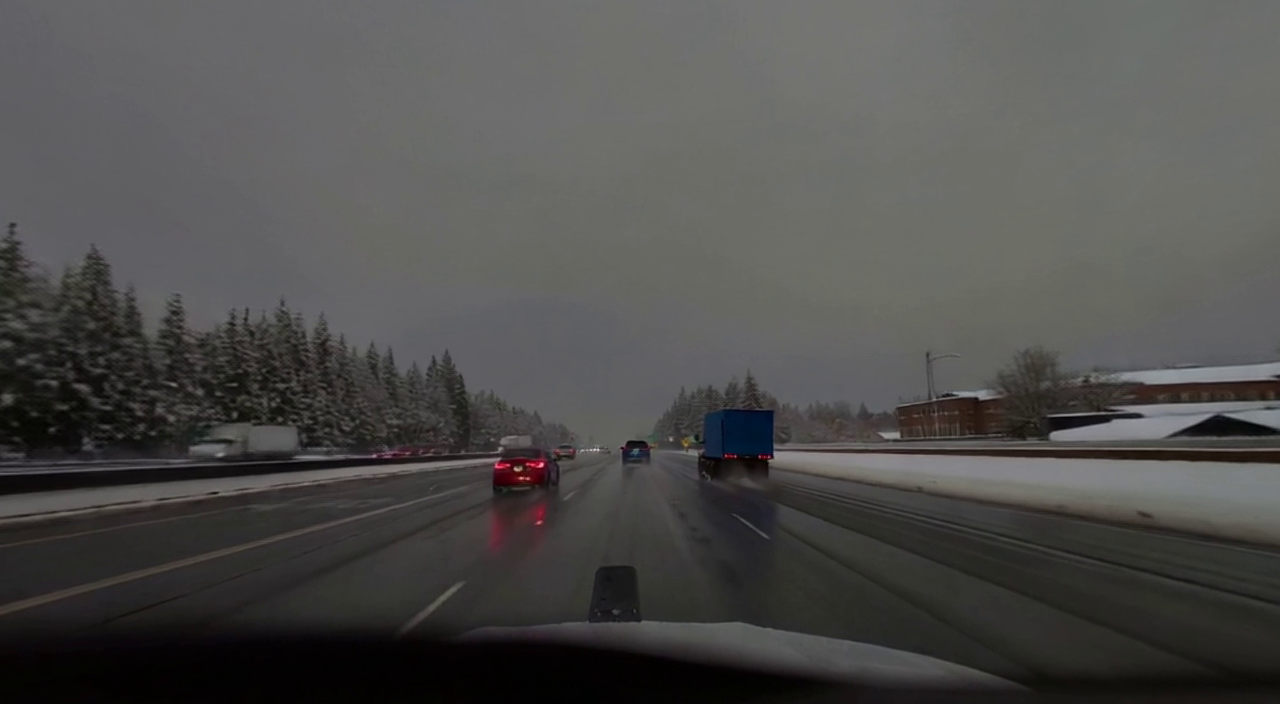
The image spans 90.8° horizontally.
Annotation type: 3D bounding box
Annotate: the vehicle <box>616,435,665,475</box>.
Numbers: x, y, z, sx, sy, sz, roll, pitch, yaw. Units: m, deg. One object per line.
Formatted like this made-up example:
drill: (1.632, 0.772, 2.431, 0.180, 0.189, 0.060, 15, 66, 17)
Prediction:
vehicle: (0.009, 5.061, 31.156, 2.203, 1.805, 4.358, 0, -9, 0)

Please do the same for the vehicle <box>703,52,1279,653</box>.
vehicle: (3.452, 1.012, 11.727, 2.876, 4.086, 15.117, 0, -9, -1)

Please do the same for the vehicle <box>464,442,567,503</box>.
vehicle: (-3.177, 3.162, 17.051, 1.864, 1.406, 4.544, 0, -9, 0)
